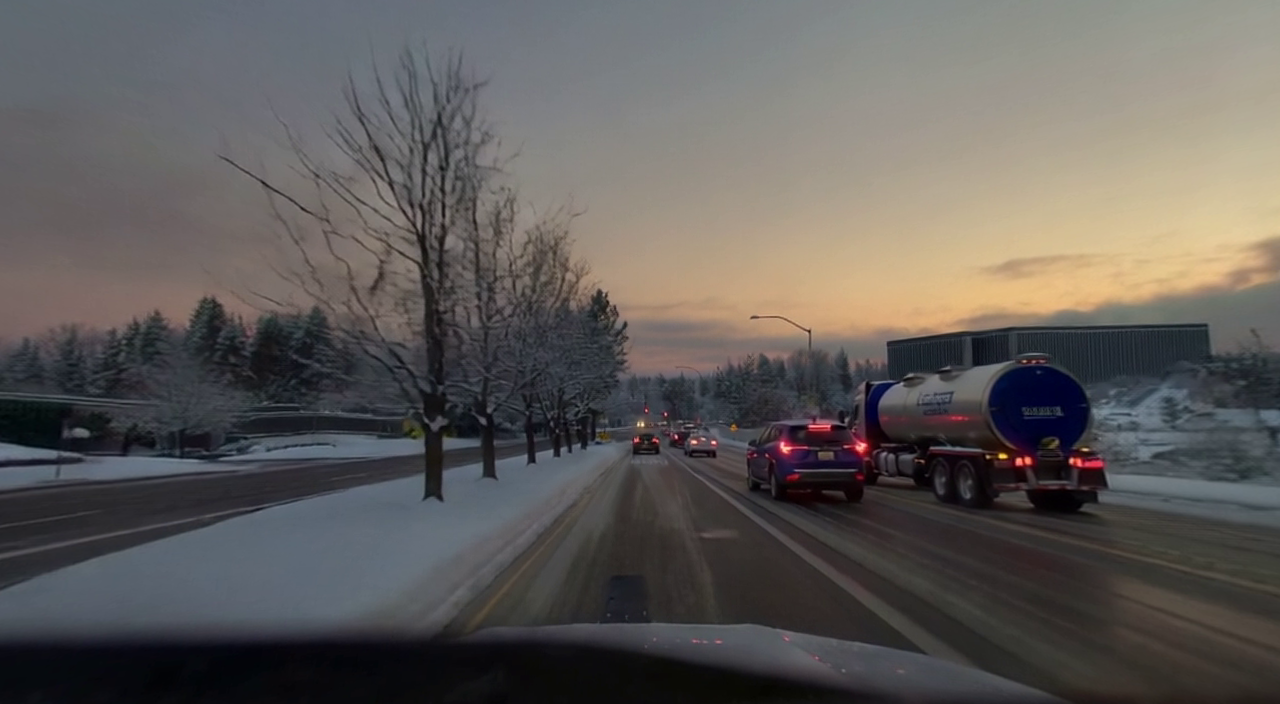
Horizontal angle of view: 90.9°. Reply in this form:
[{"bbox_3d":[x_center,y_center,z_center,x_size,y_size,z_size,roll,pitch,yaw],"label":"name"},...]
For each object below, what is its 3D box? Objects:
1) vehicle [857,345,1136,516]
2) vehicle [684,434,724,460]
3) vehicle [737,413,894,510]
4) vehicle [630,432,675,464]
[{"bbox_3d":[7.806,1.920,15.092,2.849,3.207,6.275,0,-8,-1],"label":"vehicle"},{"bbox_3d":[3.843,5.818,38.530,1.917,1.475,4.081,0,-8,-1],"label":"vehicle"},{"bbox_3d":[3.517,2.305,13.666,2.045,1.729,4.532,0,-8,-1],"label":"vehicle"},{"bbox_3d":[0.607,4.901,32.295,2.148,1.488,4.002,0,-8,0],"label":"vehicle"}]
